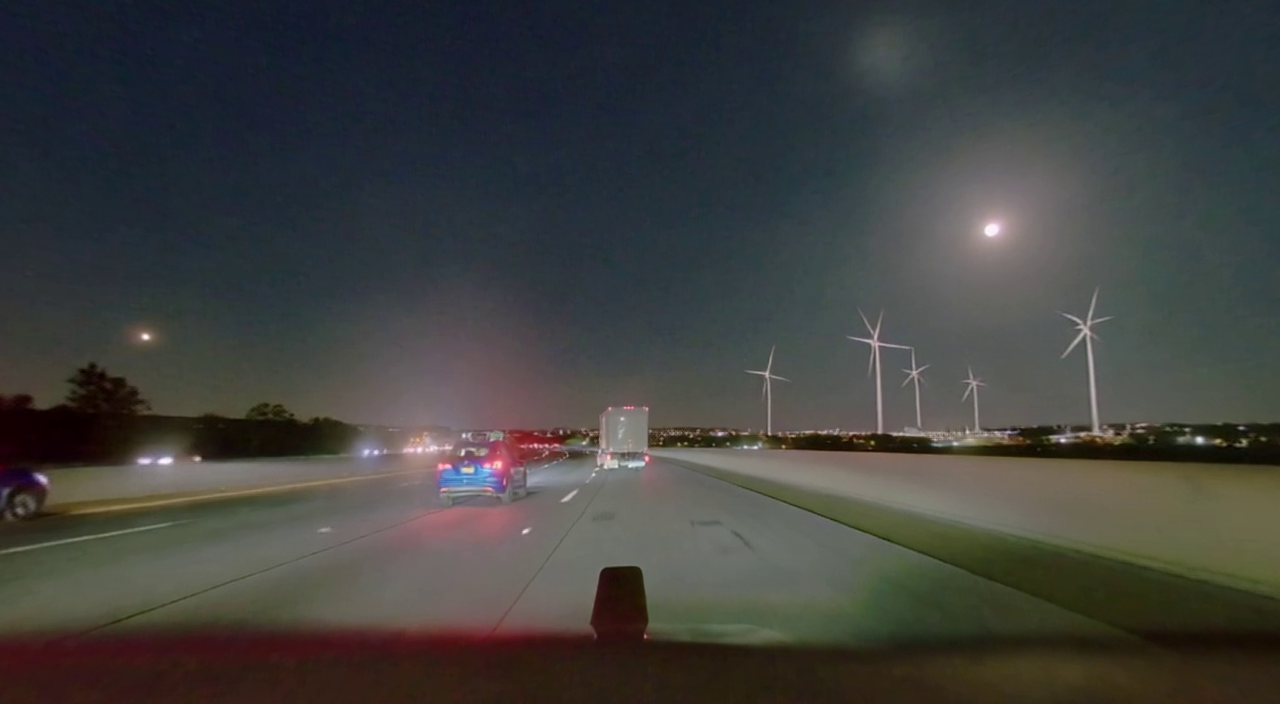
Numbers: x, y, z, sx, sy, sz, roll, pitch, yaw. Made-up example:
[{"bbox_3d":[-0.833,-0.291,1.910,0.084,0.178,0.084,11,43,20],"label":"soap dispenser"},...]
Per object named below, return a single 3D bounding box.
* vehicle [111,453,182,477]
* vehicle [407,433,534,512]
[{"bbox_3d":[-33.460,7.663,42.704,1.772,1.429,3.913,0,-8,-3],"label":"vehicle"},{"bbox_3d":[-3.986,2.882,15.502,2.109,1.684,3.783,0,-8,0],"label":"vehicle"}]
